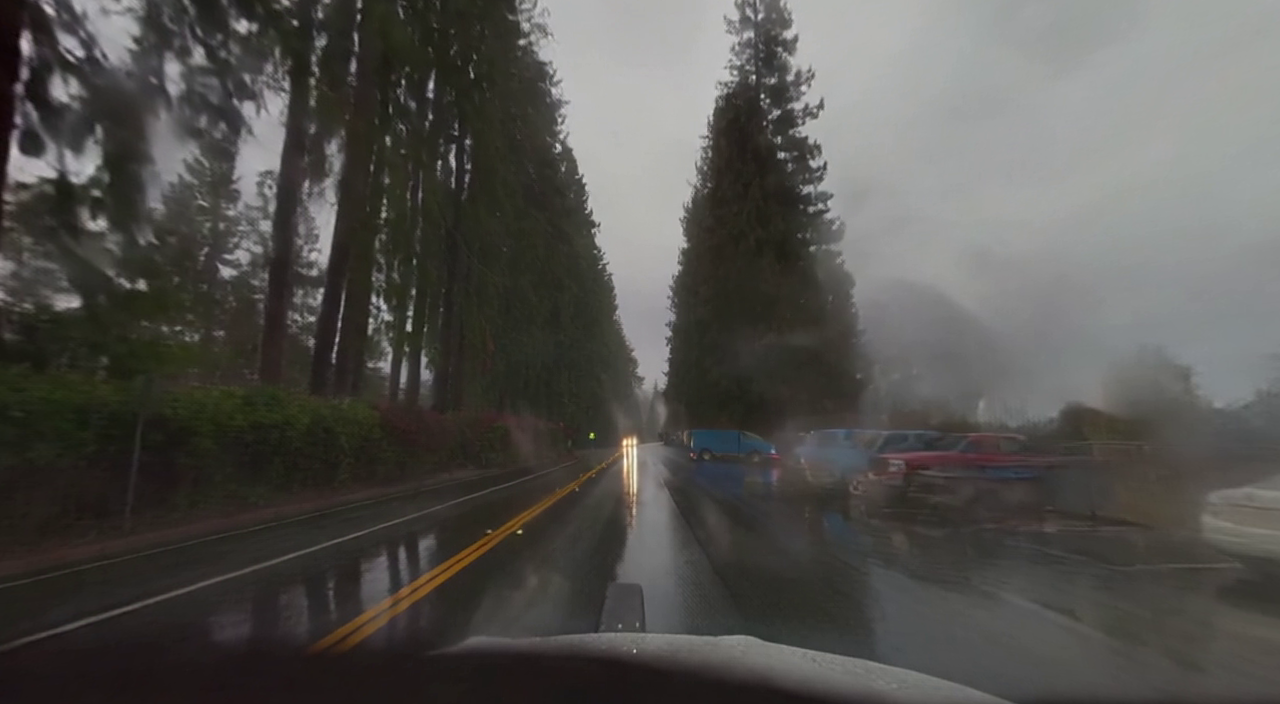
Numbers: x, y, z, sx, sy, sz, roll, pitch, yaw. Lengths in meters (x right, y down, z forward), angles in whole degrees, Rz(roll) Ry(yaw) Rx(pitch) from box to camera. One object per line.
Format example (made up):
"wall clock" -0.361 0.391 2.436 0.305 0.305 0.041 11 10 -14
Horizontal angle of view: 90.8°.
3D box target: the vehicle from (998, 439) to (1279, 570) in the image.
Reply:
"vehicle" 7.271 1.896 8.300 3.930 1.475 1.933 0 -8 -1

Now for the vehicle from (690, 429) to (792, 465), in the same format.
"vehicle" 6.098 5.850 38.874 5.797 2.070 2.502 0 -8 -1
